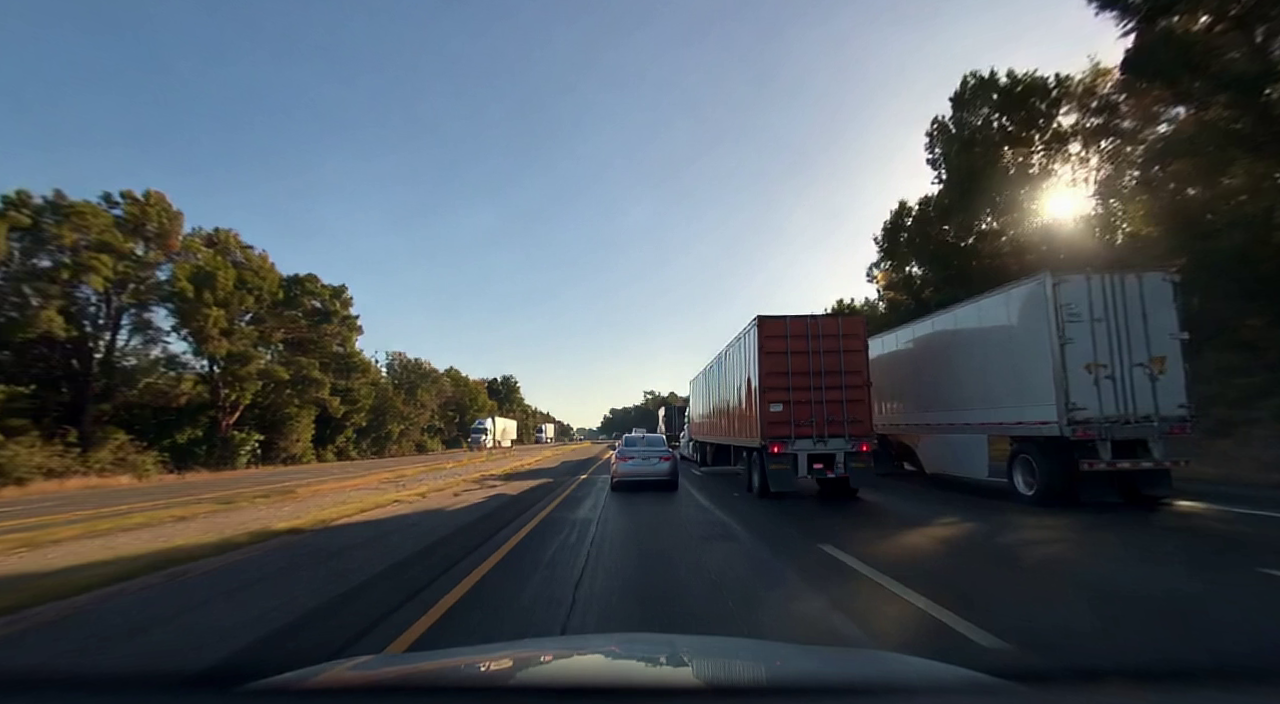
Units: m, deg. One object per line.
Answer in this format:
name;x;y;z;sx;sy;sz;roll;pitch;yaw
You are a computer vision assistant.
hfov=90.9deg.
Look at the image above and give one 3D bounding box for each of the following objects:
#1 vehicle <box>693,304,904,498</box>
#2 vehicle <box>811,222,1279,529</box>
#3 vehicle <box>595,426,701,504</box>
vehicle;3.910;1.926;20.338;2.888;4.099;14.183;0;-8;-1
vehicle;8.040;1.192;15.918;3.110;4.308;14.260;0;-8;-1
vehicle;0.112;2.444;14.120;2.038;1.477;3.773;0;-8;-1
